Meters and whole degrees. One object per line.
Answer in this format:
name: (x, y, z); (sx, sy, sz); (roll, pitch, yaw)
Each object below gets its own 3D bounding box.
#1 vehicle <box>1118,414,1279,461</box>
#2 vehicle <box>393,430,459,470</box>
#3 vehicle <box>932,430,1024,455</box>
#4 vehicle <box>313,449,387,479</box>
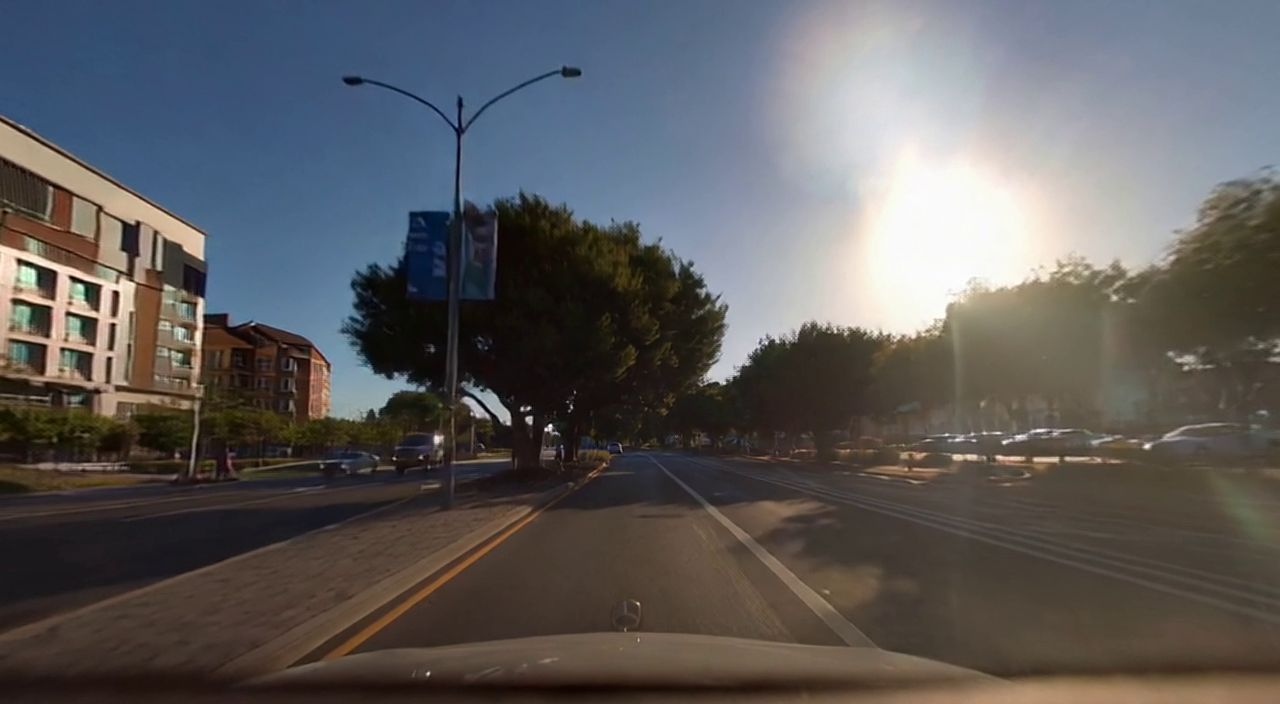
vehicle: (22.553, 3.422, 25.208); (5.320, 1.722, 2.651); (2, -9, -14)
vehicle: (-15.997, 7.376, 47.710); (2.725, 2.768, 6.120); (-1, -9, 1)
vehicle: (21.854, 5.886, 41.022); (4.739, 1.569, 2.097); (-1, -9, 3)
vehicle: (-16.067, 6.188, 35.301); (1.966, 1.523, 4.555); (0, -9, 0)
